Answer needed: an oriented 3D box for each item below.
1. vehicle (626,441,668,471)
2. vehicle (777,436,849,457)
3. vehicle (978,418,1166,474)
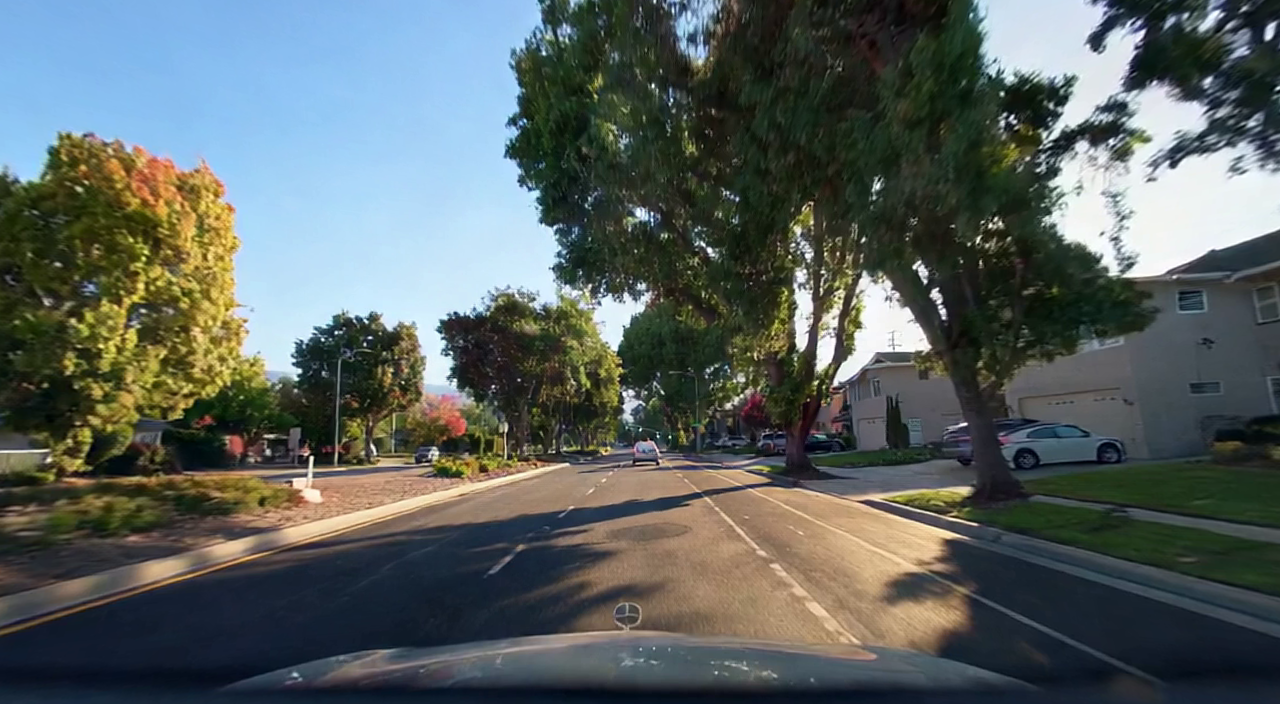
[{"bbox_3d":[0.368,5.501,33.355,2.054,1.456,4.003,0,-8,1],"label":"vehicle"},{"bbox_3d":[12.739,6.962,46.370,4.787,1.494,1.887,0,-8,0],"label":"vehicle"},{"bbox_3d":[13.577,2.952,19.962,4.447,1.519,1.955,-2,-6,1],"label":"vehicle"}]
